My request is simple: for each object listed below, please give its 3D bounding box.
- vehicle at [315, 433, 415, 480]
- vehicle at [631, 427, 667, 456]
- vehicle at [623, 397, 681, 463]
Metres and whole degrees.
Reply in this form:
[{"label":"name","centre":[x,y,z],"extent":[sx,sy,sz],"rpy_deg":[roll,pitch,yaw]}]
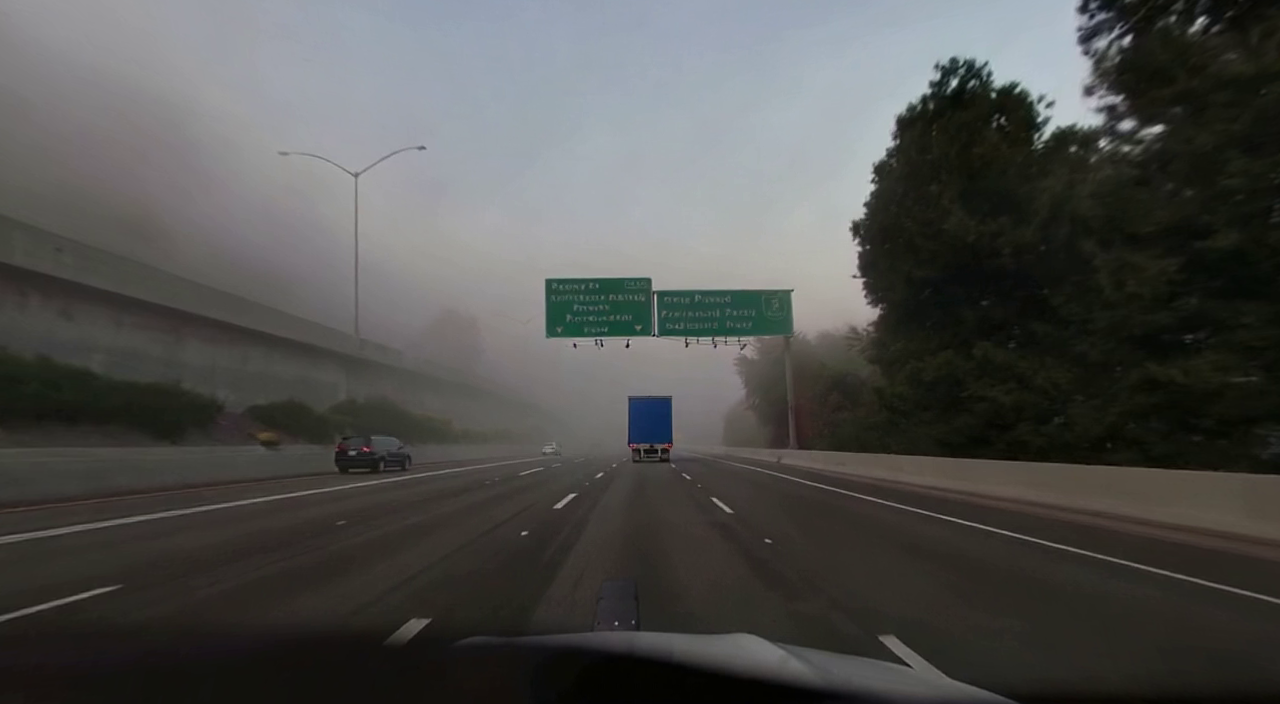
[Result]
[{"label":"vehicle","centre":[-10.376,3.961,24.209],"extent":[1.919,1.625,4.183],"rpy_deg":[0,-8,0]},{"label":"vehicle","centre":[0.498,5.393,37.956],"extent":[2.052,1.666,4.358],"rpy_deg":[0,-8,0]},{"label":"vehicle","centre":[0.517,5.214,41.161],"extent":[3.233,3.678,11.032],"rpy_deg":[0,-8,-1]}]
